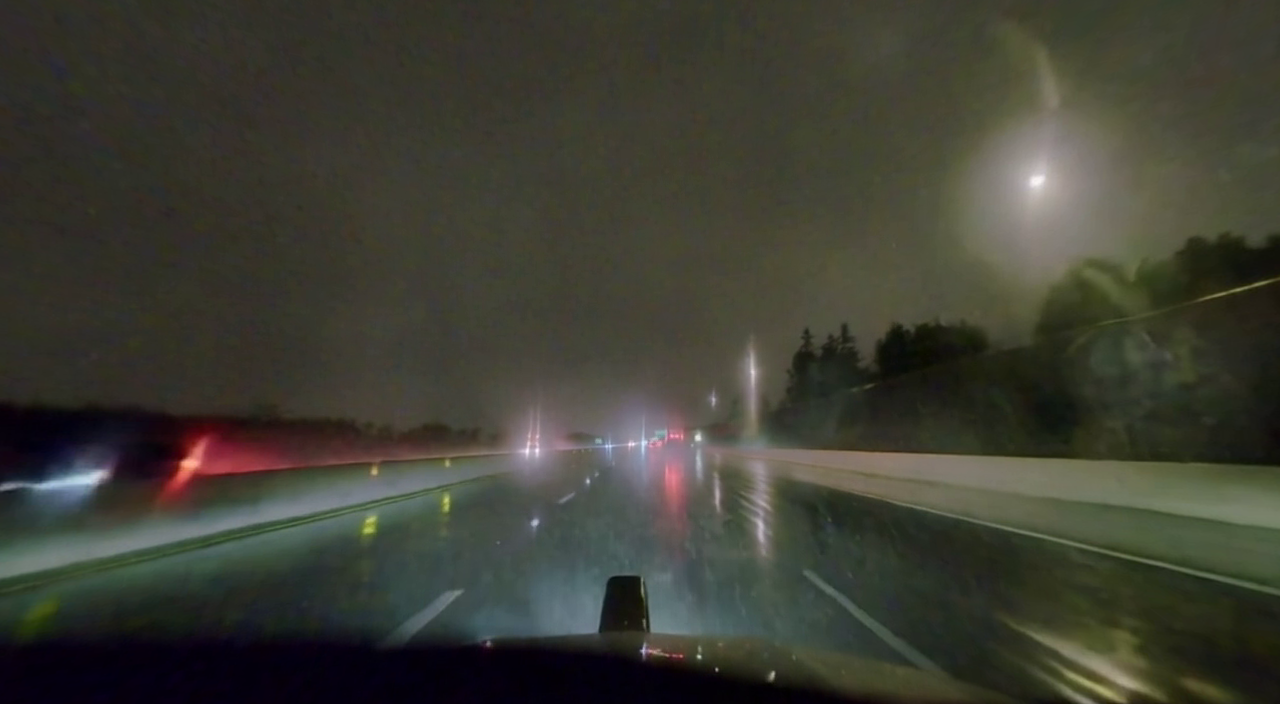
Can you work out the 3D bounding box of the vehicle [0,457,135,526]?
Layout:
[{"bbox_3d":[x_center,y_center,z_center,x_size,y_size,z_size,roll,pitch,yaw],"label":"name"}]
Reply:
[{"bbox_3d":[-16.918,3.790,17.561,1.968,1.630,4.318,0,-9,0],"label":"vehicle"}]
